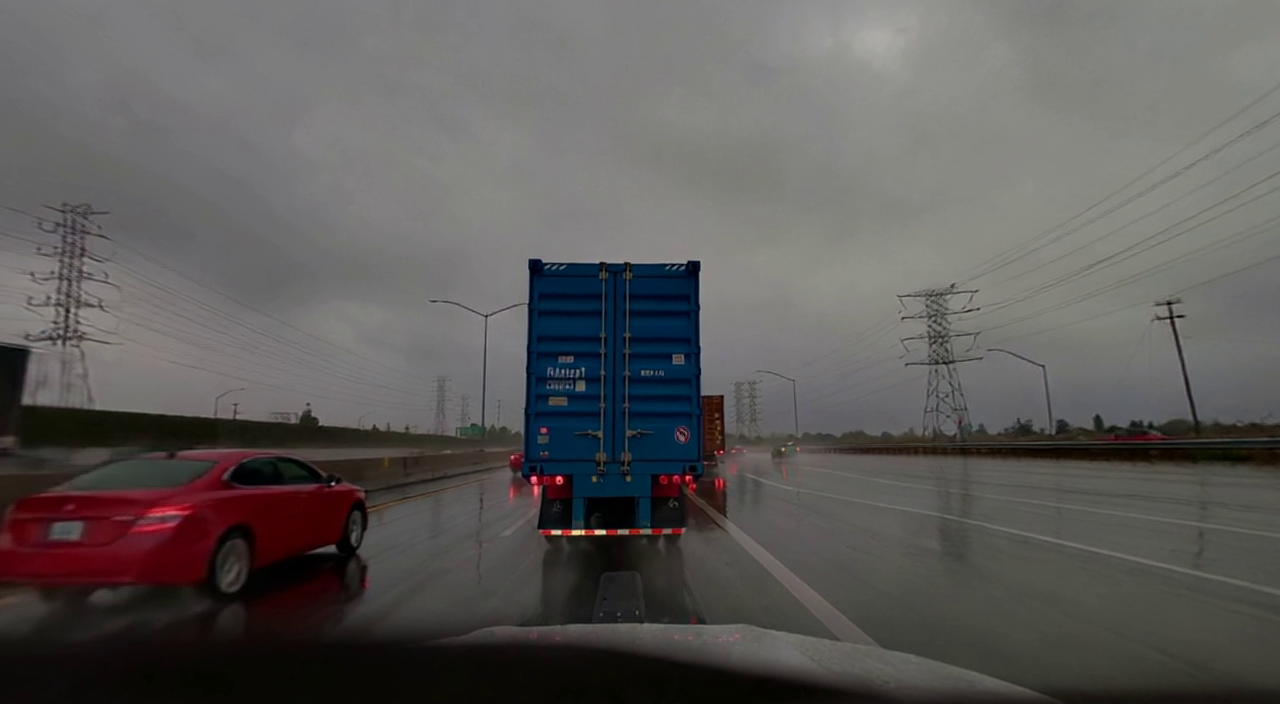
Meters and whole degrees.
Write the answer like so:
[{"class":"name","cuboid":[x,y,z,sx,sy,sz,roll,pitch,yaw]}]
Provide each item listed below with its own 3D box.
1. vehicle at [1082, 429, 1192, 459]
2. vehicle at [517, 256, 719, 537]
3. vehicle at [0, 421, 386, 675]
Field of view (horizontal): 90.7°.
[{"class":"vehicle","cuboid":[28.924,5.392,36.970,1.932,1.594,4.579,6,-11,-38]},{"class":"vehicle","cuboid":[-0.283,1.473,15.168,2.841,4.071,12.046,0,-9,0]},{"class":"vehicle","cuboid":[-4.192,1.485,5.914,1.912,1.485,4.218,0,-9,-1]}]
